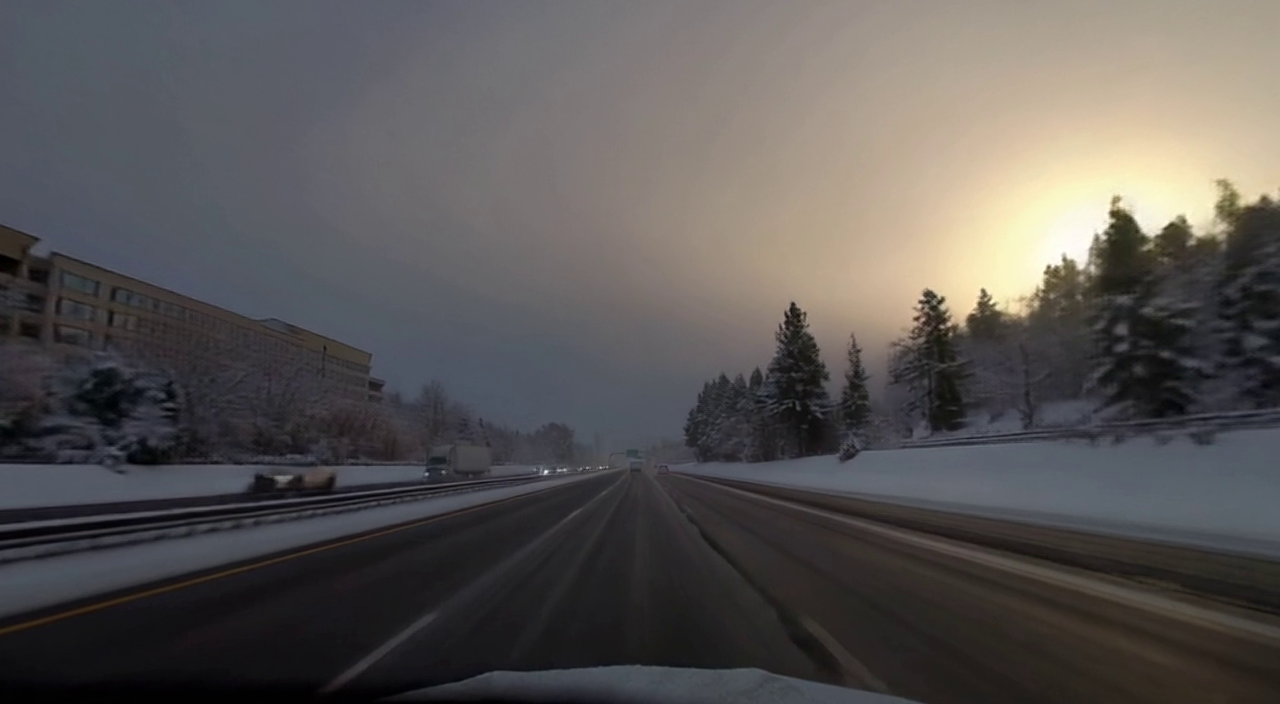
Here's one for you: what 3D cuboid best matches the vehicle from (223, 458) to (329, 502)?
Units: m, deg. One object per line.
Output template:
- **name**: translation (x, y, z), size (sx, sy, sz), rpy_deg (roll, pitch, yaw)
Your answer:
- **vehicle**: translation (-15.688, 5.547, 27.495), size (1.958, 1.686, 4.519), rpy_deg (1, -10, -1)
